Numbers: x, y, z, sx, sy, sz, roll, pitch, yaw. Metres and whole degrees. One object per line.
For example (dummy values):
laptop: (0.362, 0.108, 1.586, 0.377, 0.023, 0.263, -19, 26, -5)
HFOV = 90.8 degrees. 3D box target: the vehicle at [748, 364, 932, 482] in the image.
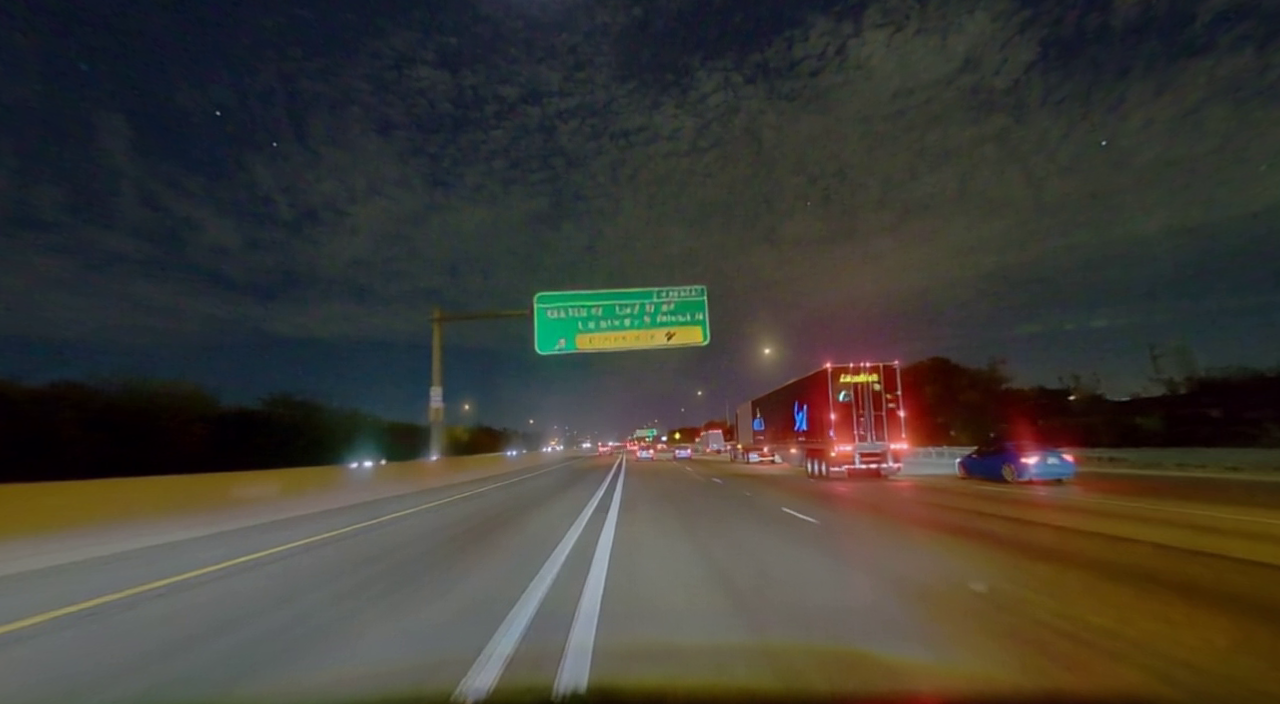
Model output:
vehicle: (8.372, 3.691, 30.303, 2.892, 4.128, 16.495, 0, -9, -2)

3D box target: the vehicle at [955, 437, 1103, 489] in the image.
vehicle: (12.373, 3.537, 20.503, 1.862, 1.462, 4.459, 0, -9, -2)
